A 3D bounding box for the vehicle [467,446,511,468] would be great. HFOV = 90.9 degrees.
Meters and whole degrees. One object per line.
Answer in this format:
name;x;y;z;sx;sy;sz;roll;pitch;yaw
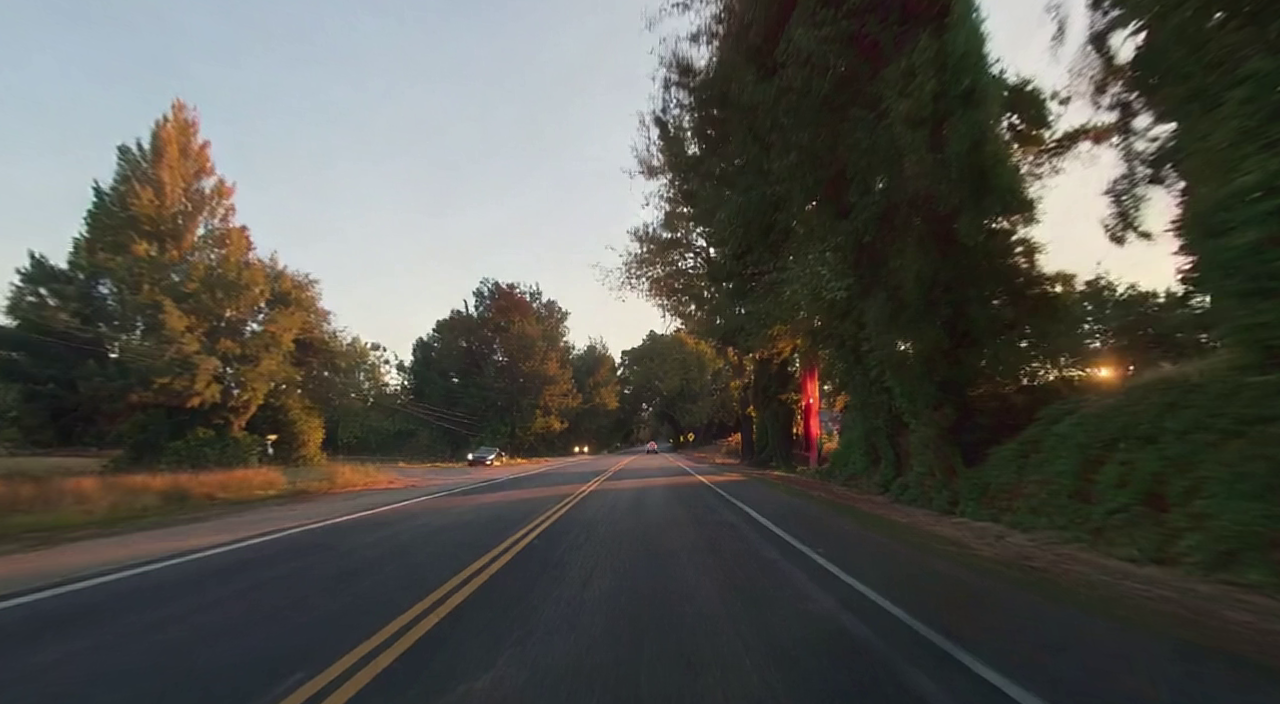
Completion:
vehicle;-10.473;7.281;43.991;1.962;1.458;4.322;0;-8;1
